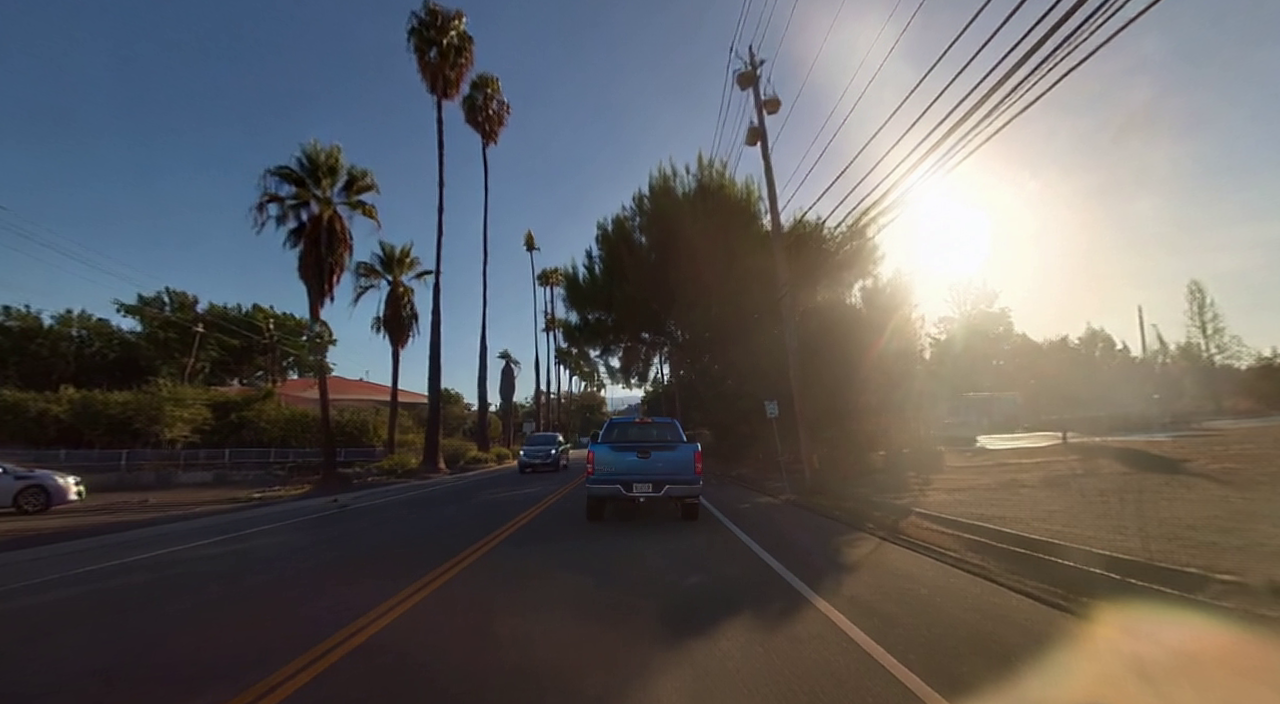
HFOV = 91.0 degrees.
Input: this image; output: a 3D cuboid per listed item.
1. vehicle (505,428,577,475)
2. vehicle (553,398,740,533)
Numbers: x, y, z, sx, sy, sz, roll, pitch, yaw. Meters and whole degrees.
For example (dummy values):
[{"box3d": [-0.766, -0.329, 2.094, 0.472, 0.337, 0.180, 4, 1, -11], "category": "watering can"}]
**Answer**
[{"box3d": [-4.583, 4.740, 30.173, 2.590, 2.032, 5.566, 0, -8, 0], "category": "vehicle"}, {"box3d": [0.059, 2.147, 12.484, 2.803, 2.005, 5.885, 0, -8, -1], "category": "vehicle"}]
